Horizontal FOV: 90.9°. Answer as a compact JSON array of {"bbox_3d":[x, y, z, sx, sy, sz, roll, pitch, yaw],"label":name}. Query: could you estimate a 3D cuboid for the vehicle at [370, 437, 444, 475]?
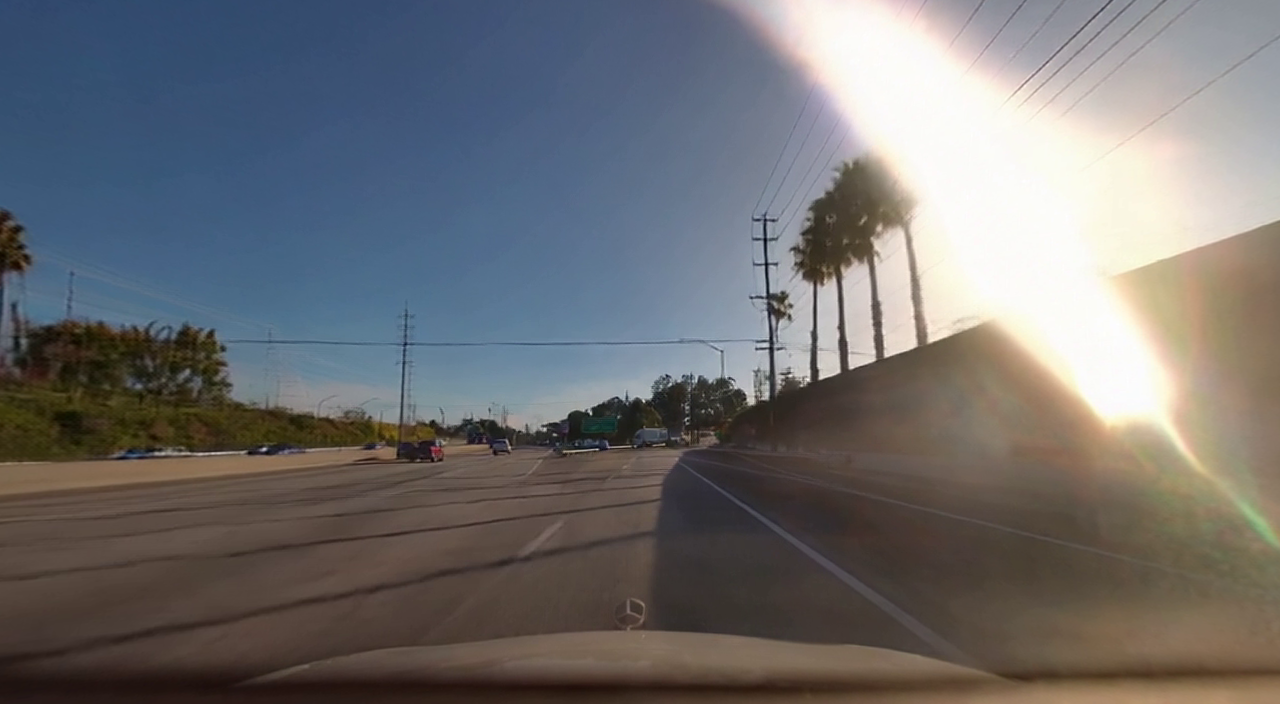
[{"bbox_3d":[-10.544,4.726,28.853,2.029,1.609,3.935,0,-8,-4],"label":"vehicle"}]
